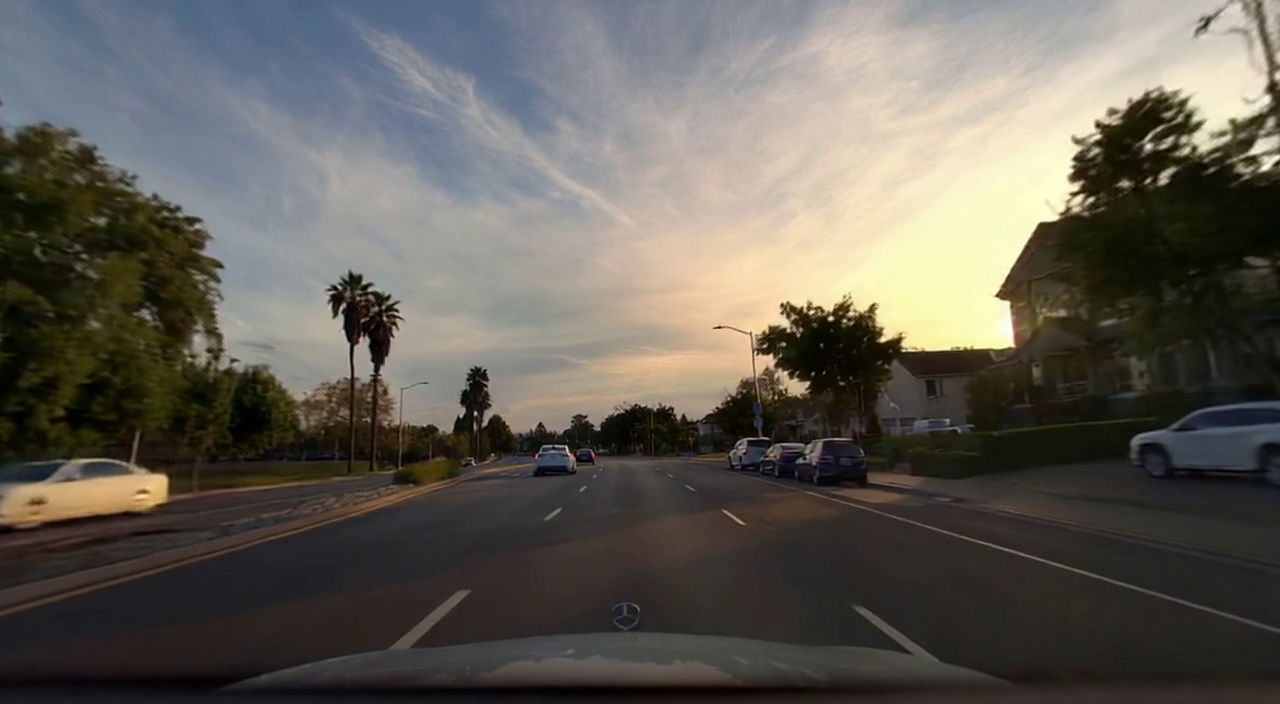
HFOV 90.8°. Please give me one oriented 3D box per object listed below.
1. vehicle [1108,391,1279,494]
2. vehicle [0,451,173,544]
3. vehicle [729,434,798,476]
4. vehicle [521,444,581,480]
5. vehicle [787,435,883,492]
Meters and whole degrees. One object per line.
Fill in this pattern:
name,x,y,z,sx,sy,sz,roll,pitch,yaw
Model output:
vehicle,13.208,1.839,13.222,2.370,1.936,5.507,-3,-8,-2
vehicle,-11.846,2.808,12.581,2.152,1.509,3.954,-3,-8,-2
vehicle,6.459,5.484,33.977,2.418,2.004,6.128,1,-9,-1
vehicle,-3.883,4.896,28.499,2.108,1.475,4.555,1,-9,-1
vehicle,6.568,3.802,21.869,1.962,1.725,4.257,0,-9,0
